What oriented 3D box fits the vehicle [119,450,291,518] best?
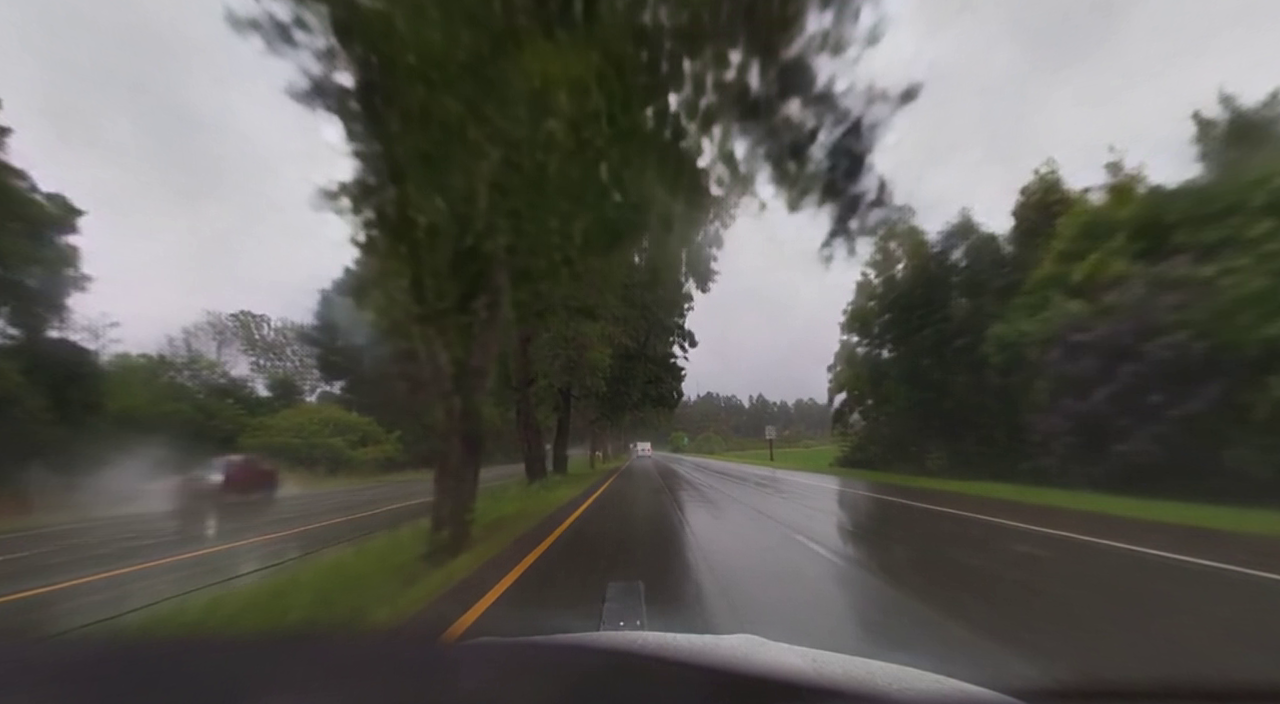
[{"bbox_3d":[-14.005,4.222,20.810,2.127,1.936,4.888,0,-9,0],"label":"vehicle"}]
